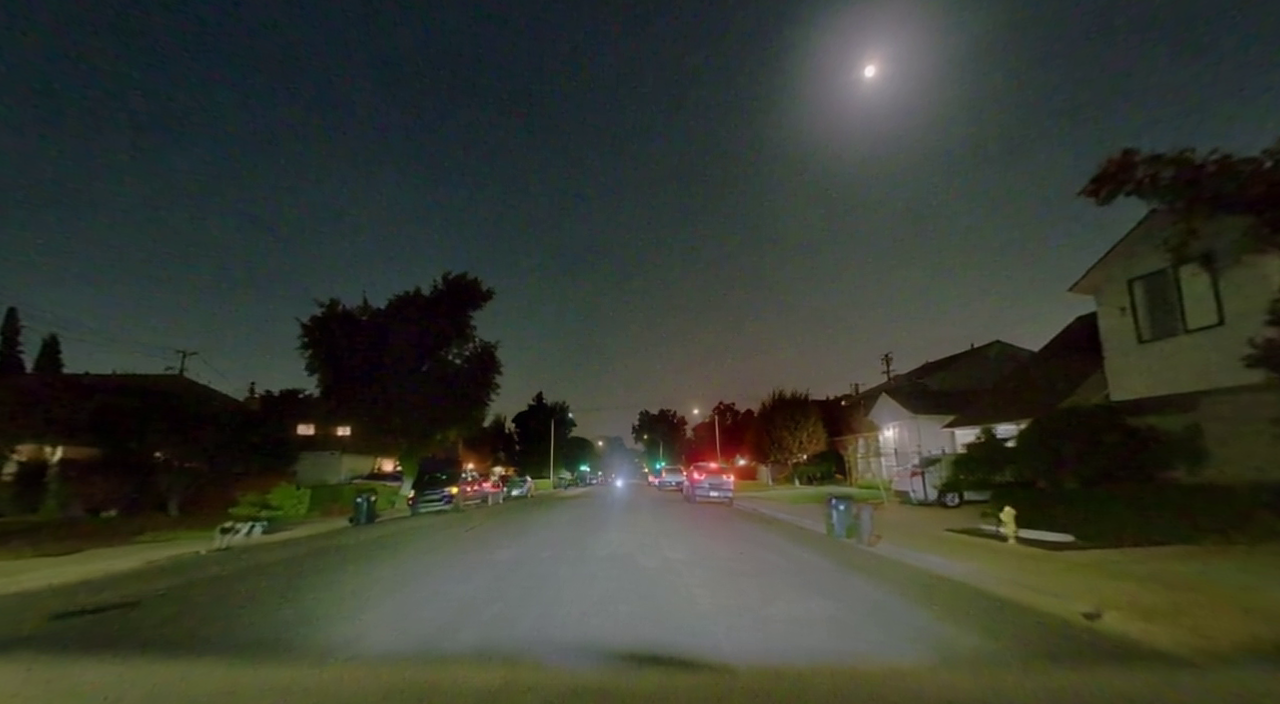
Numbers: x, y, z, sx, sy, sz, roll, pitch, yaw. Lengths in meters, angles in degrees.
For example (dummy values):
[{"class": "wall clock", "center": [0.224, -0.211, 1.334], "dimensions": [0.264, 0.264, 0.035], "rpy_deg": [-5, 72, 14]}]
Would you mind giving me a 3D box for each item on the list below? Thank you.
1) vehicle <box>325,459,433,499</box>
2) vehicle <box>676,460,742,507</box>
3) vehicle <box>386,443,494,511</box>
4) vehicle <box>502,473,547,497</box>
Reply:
[{"class": "vehicle", "center": [-14.184, 6.928, 34.487], "dimensions": [4.891, 2.023, 2.200], "rpy_deg": [0, -8, 1]}, {"class": "vehicle", "center": [2.717, 5.336, 25.932], "dimensions": [2.050, 1.598, 4.590], "rpy_deg": [0, -8, -2]}, {"class": "vehicle", "center": [-7.359, 4.894, 23.960], "dimensions": [2.408, 2.201, 5.646], "rpy_deg": [-1, -14, -2]}, {"class": "vehicle", "center": [-7.688, 8.957, 42.323], "dimensions": [2.071, 1.481, 4.425], "rpy_deg": [0, -12, 1]}]
